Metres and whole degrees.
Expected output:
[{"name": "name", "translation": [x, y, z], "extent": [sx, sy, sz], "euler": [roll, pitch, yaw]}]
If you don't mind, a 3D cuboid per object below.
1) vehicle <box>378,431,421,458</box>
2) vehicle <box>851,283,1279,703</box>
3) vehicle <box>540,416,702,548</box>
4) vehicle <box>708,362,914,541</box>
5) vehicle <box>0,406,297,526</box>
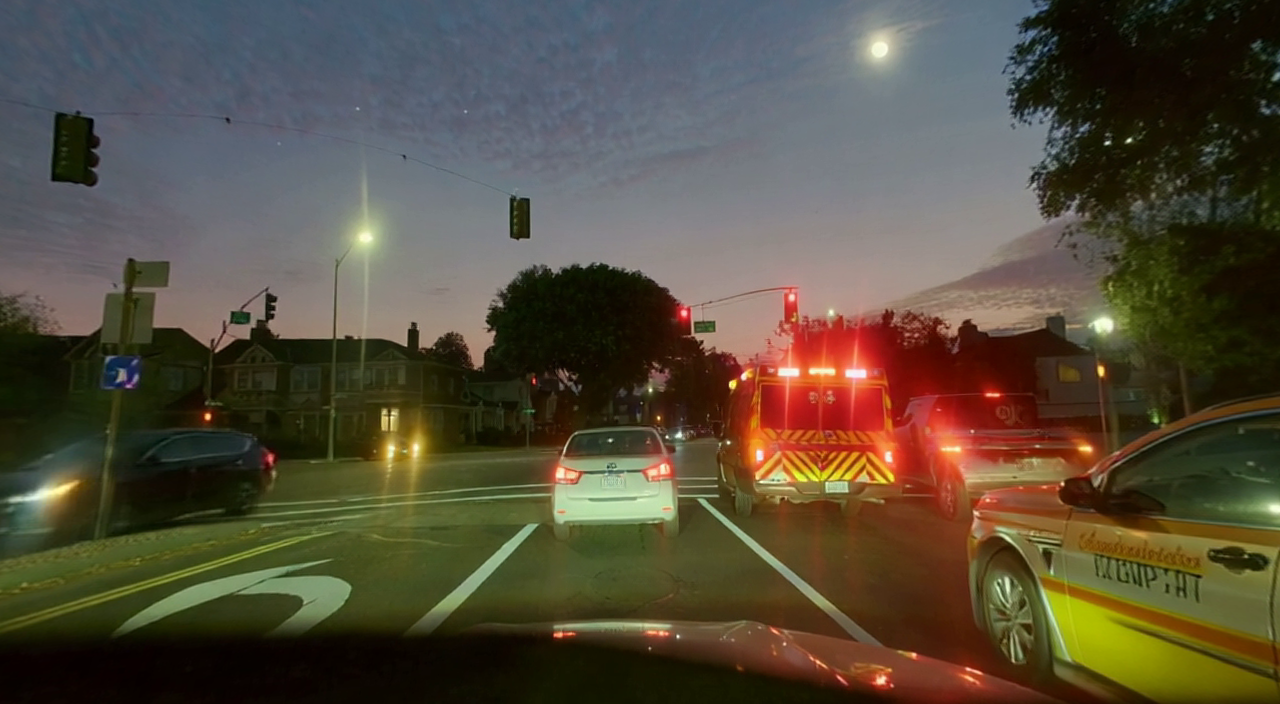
[{"name": "vehicle", "translation": [-17.759, 6.875, 46.874], "extent": [2.246, 1.880, 4.454], "euler": [1, -8, -12]}, {"name": "vehicle", "translation": [2.844, 0.894, 2.842], "extent": [2.194, 1.820, 4.652], "euler": [0, -8, 0]}, {"name": "vehicle", "translation": [-0.289, 1.972, 10.193], "extent": [2.114, 1.707, 3.725], "euler": [0, -8, -1]}, {"name": "vehicle", "translation": [2.879, 1.895, 12.385], "extent": [2.406, 2.687, 5.521], "euler": [0, -8, -1]}, {"name": "vehicle", "translation": [-10.516, 2.349, 13.651], "extent": [2.349, 1.988, 5.813], "euler": [-1, -8, 8]}]
